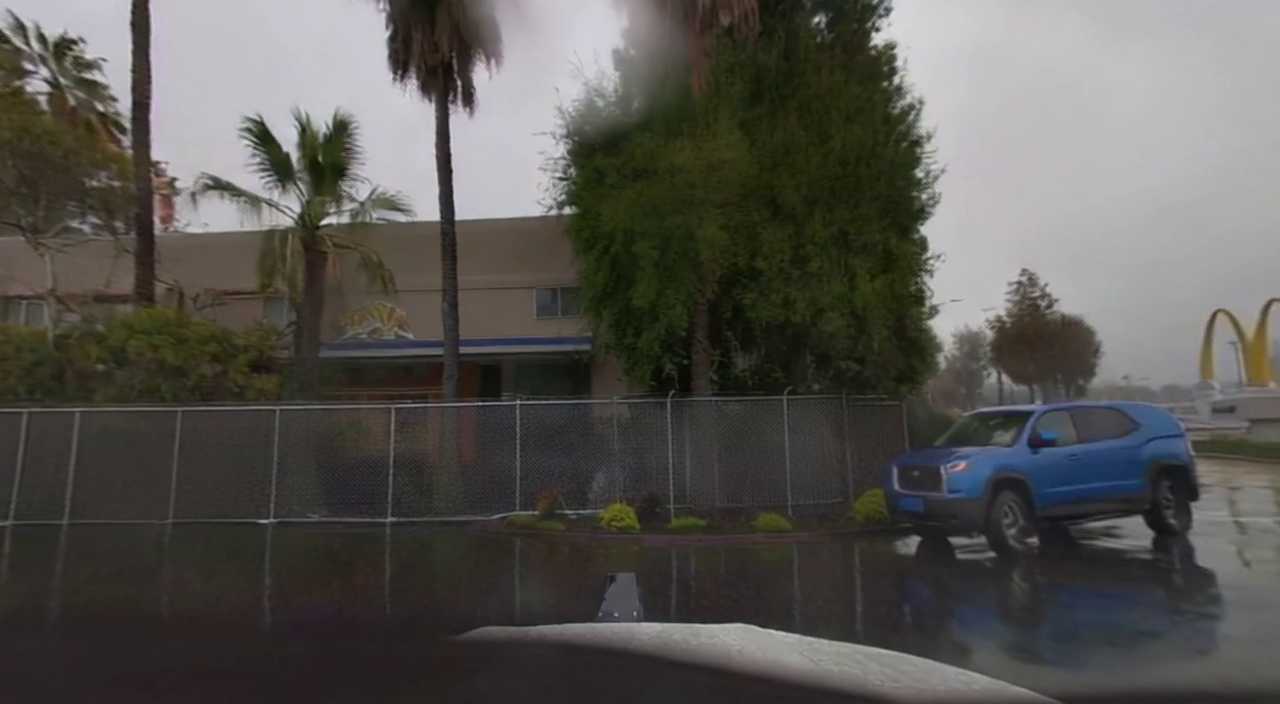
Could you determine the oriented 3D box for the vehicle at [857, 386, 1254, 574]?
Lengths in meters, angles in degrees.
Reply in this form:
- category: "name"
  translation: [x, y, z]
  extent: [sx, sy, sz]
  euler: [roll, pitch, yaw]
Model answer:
- category: "vehicle"
  translation: [5.191, 1.424, 7.956]
  extent: [4.365, 1.791, 2.073]
  euler: [3, -7, -24]
